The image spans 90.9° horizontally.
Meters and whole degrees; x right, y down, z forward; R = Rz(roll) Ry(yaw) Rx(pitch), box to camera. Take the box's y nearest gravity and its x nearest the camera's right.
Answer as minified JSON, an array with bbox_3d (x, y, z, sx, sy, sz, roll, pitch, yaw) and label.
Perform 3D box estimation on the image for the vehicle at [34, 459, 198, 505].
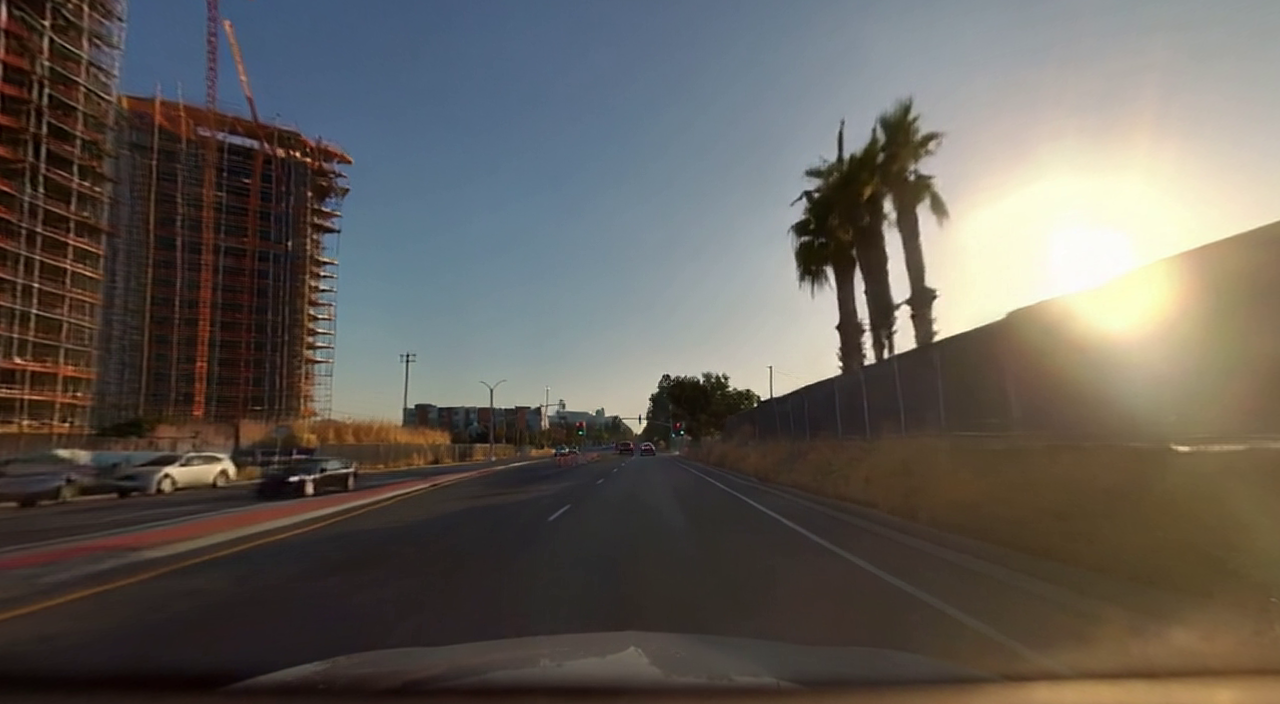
[{"bbox_3d":[-19.403,4.801,23.705,2.003,1.440,4.857,0,-9,0],"label":"vehicle"}]

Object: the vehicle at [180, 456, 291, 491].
[{"bbox_3d":[-19.359,5.831,30.491,2.007,1.453,4.932,-1,-9,2],"label":"vehicle"}]

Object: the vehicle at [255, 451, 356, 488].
[{"bbox_3d":[-15.116,5.310,28.879,2.113,1.478,4.828,0,-9,-2],"label":"vehicle"}]
